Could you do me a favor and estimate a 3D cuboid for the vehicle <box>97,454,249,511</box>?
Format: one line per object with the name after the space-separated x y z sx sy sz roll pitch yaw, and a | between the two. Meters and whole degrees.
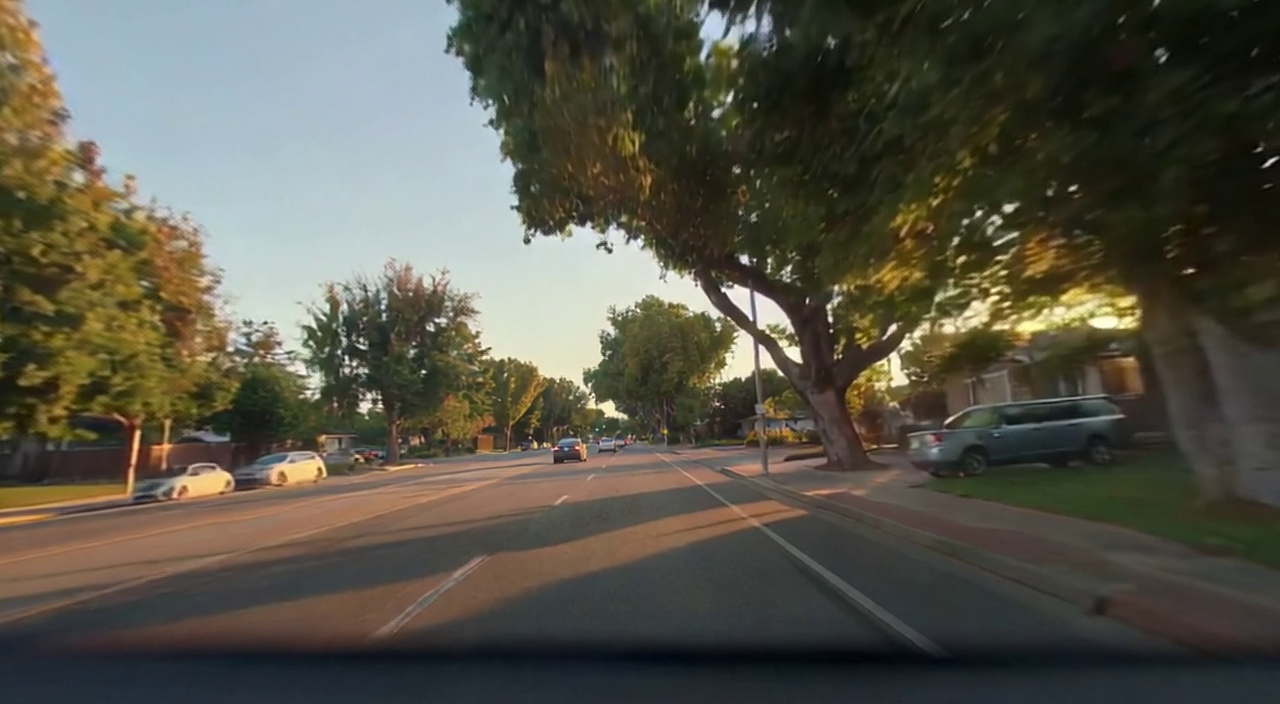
-15.556 4.330 21.400 1.901 1.454 4.249 -3 -7 1 | vehicle

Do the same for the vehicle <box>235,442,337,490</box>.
-15.787 5.060 28.522 2.050 1.784 4.577 -3 -7 -1 | vehicle

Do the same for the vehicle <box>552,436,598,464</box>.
-3.523 5.378 34.890 2.030 1.467 4.251 0 -8 0 | vehicle
